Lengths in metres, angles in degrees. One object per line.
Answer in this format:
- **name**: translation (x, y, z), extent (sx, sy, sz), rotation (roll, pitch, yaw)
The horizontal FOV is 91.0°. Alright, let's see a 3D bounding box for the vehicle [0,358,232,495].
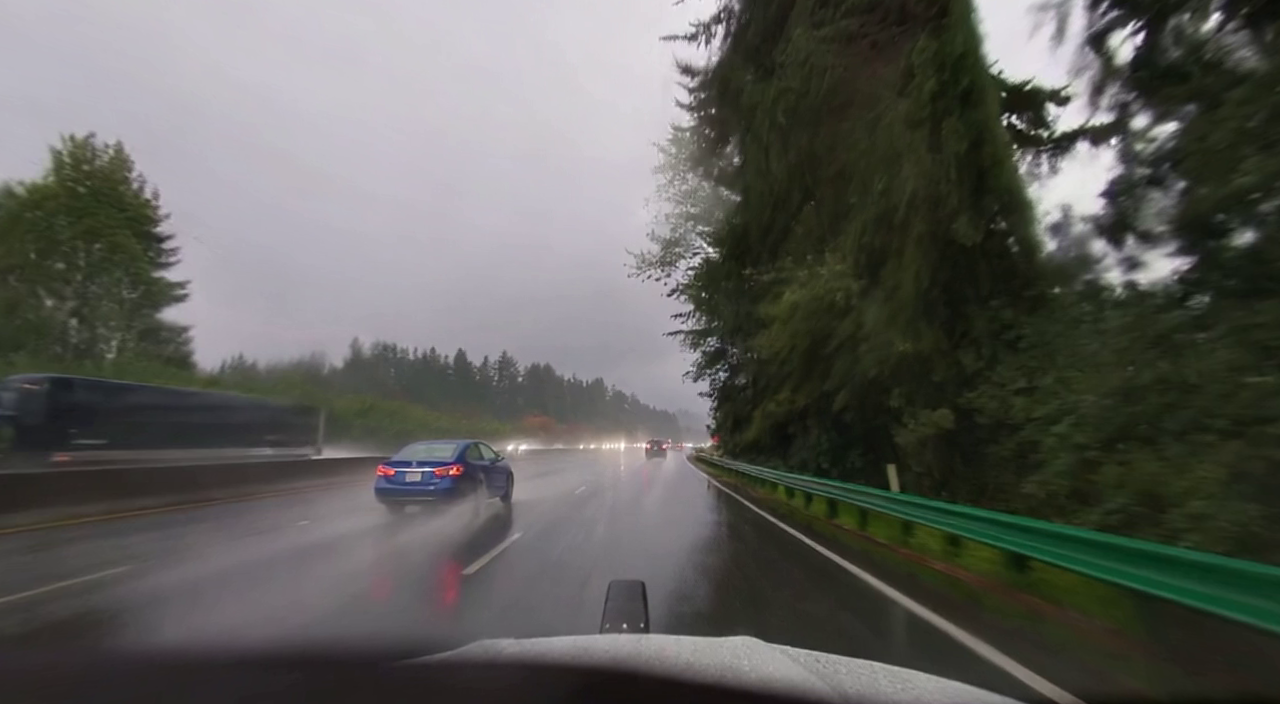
- **vehicle**: translation (-19.682, 2.784, 22.492), extent (3.028, 3.896, 10.375), rotation (0, -8, 1)

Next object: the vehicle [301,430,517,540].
- **vehicle**: translation (-3.656, 2.173, 11.035), extent (2.021, 1.515, 4.453), rotation (0, -8, 1)

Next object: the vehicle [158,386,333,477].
- **vehicle**: translation (-19.512, 4.114, 32.097), extent (3.271, 4.022, 8.274), rotation (0, -8, 1)

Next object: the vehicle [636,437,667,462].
- **vehicle**: translation (0.924, 7.275, 47.103), extent (2.176, 1.725, 4.182), rotation (0, -8, 2)
